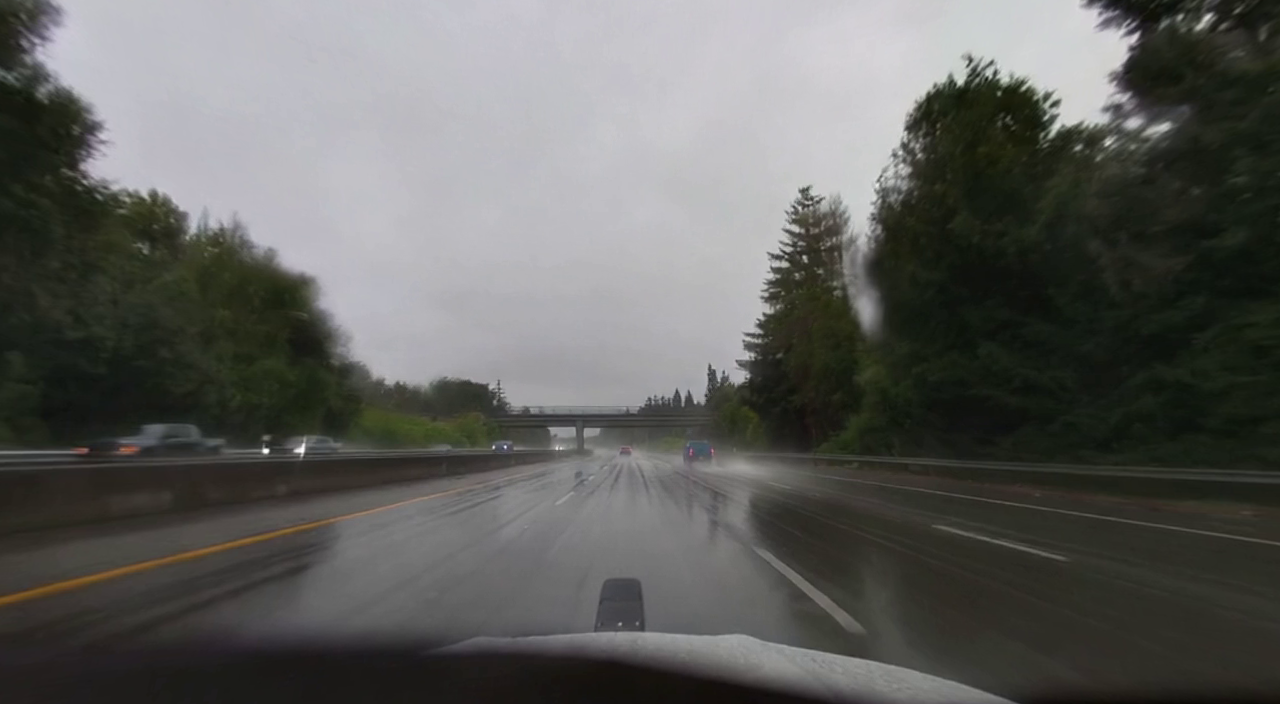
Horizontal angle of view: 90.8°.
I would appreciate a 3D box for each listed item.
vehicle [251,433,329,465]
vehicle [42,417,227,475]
[{"bbox_3d":[-20.211,5.629,36.729,1.963,1.704,4.515,0,-9,-1],"label":"vehicle"},{"bbox_3d":[-16.579,3.159,21.182,2.063,1.703,4.992,0,-9,0],"label":"vehicle"}]
